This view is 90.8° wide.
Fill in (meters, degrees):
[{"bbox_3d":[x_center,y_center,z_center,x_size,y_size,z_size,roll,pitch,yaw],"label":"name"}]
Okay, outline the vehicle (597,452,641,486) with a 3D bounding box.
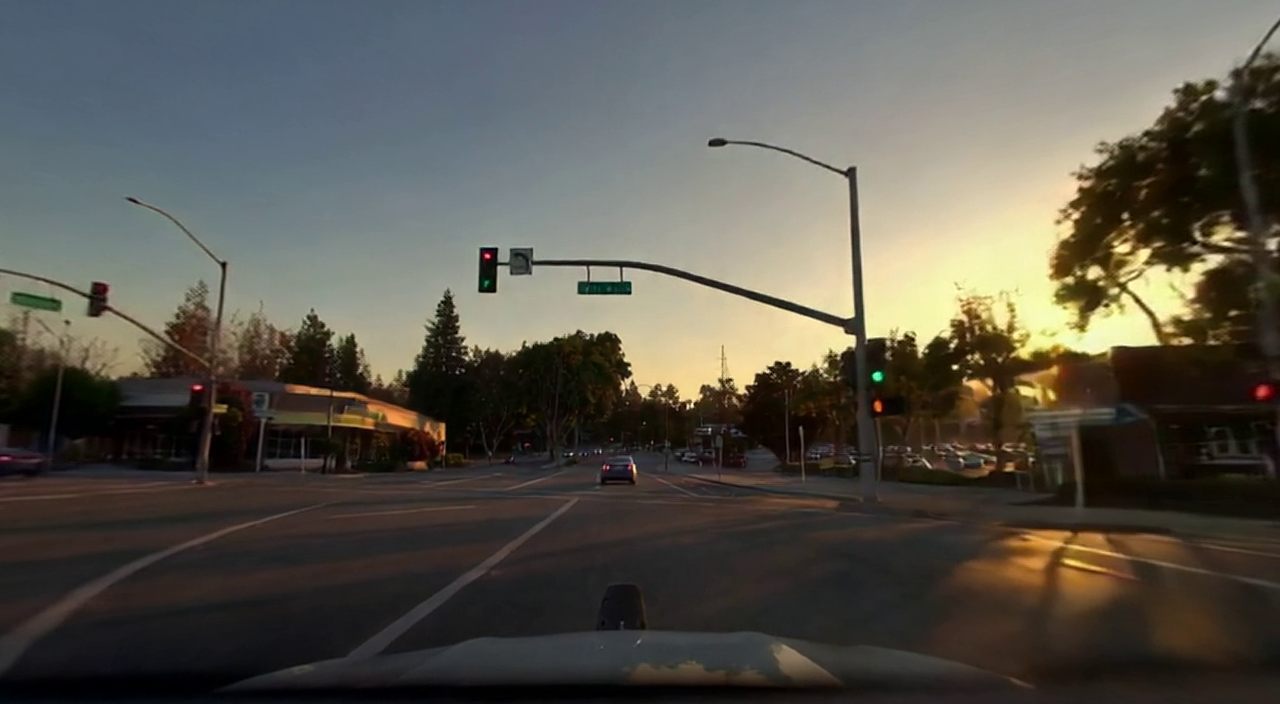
[{"bbox_3d":[-1.040,5.420,29.543,1.917,1.418,3.987,0,-9,-3],"label":"vehicle"}]
